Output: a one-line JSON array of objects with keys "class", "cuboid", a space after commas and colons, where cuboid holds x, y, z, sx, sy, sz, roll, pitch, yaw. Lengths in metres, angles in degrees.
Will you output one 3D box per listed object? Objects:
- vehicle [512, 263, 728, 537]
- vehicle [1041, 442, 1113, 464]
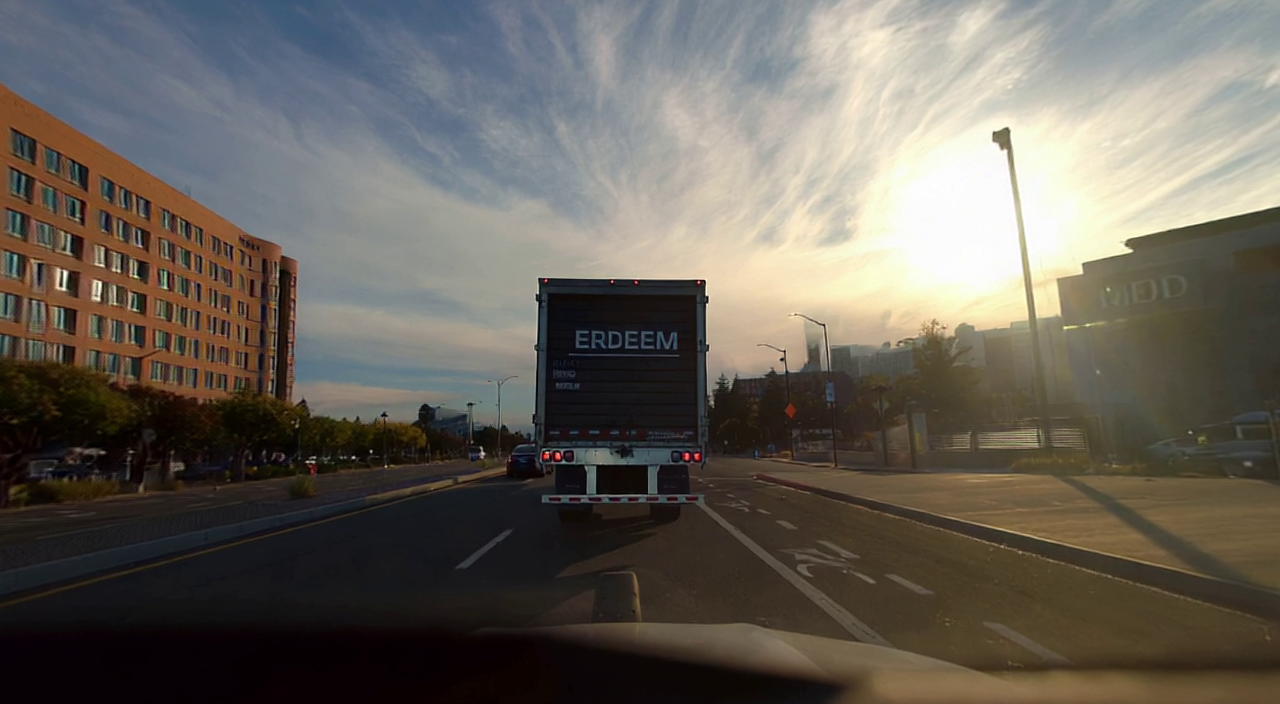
[{"class": "vehicle", "cuboid": [-0.196, 1.228, 13.240, 2.876, 3.724, 9.351, -1, -8, 1]}, {"class": "vehicle", "cuboid": [31.364, 7.220, 45.162, 1.652, 1.423, 3.797, 5, -9, -35]}]
